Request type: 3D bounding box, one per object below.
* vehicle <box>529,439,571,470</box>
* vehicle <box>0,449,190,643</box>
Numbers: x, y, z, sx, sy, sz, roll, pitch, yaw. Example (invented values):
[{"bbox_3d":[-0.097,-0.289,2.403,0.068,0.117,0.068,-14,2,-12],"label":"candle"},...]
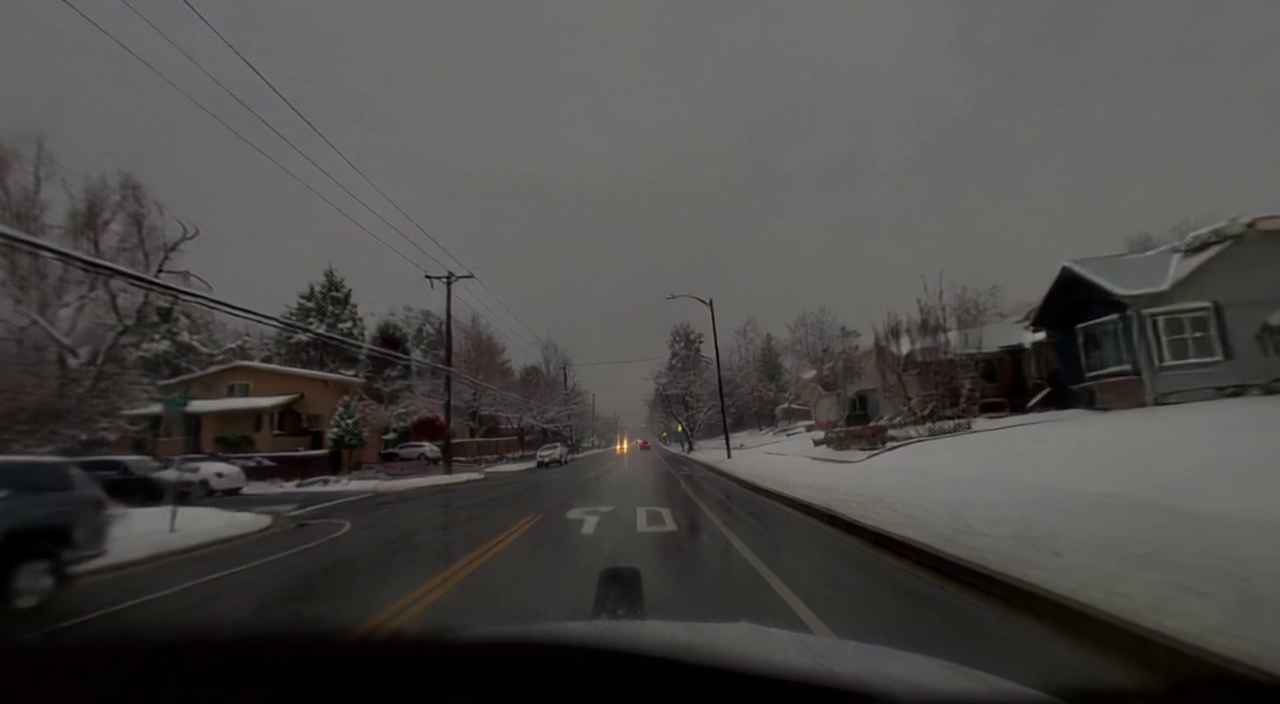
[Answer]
[{"bbox_3d":[-6.408,7.383,45.488,2.176,1.885,5.174,-5,-9,0],"label":"vehicle"},{"bbox_3d":[-6.835,1.704,5.250,1.984,1.732,5.628,-1,-9,1],"label":"vehicle"}]
